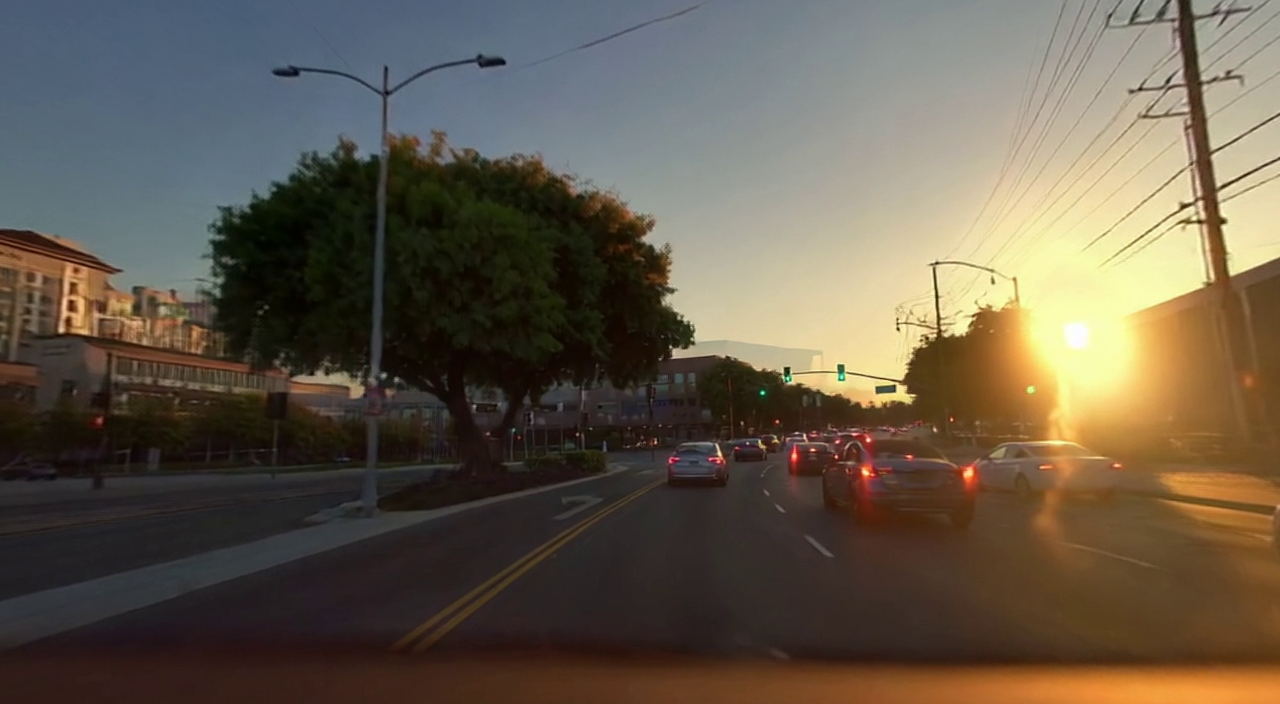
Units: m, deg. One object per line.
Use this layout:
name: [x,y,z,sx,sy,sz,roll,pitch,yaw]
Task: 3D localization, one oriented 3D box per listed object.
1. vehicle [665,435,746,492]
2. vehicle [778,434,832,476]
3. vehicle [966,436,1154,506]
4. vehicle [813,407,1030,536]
vehicle: [2.090,3.341,19.257,2.168,1.527,4.174,-1,-9,8]
vehicle: [7.052,4.423,27.274,1.896,1.612,4.203,-2,-9,10]
vehicle: [10.077,2.854,15.667,1.882,1.463,4.543,-1,-9,6]
vehicle: [4.673,2.067,11.486,2.119,1.810,4.848,-1,-9,6]
